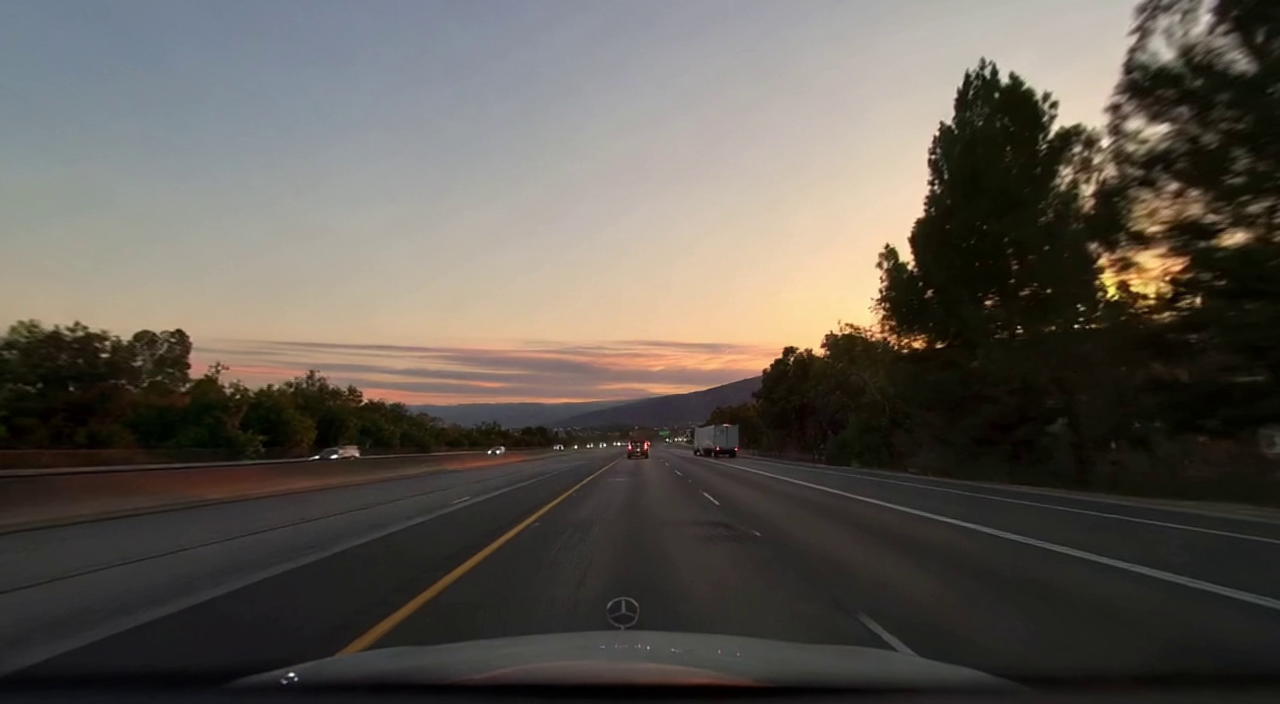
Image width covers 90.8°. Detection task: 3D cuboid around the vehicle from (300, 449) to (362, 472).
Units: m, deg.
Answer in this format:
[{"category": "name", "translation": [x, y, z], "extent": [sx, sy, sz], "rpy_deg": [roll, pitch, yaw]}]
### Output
[{"category": "vehicle", "translation": [-21.666, 7.576, 44.447], "extent": [1.911, 1.464, 4.716], "rpy_deg": [0, -8, 1]}]
